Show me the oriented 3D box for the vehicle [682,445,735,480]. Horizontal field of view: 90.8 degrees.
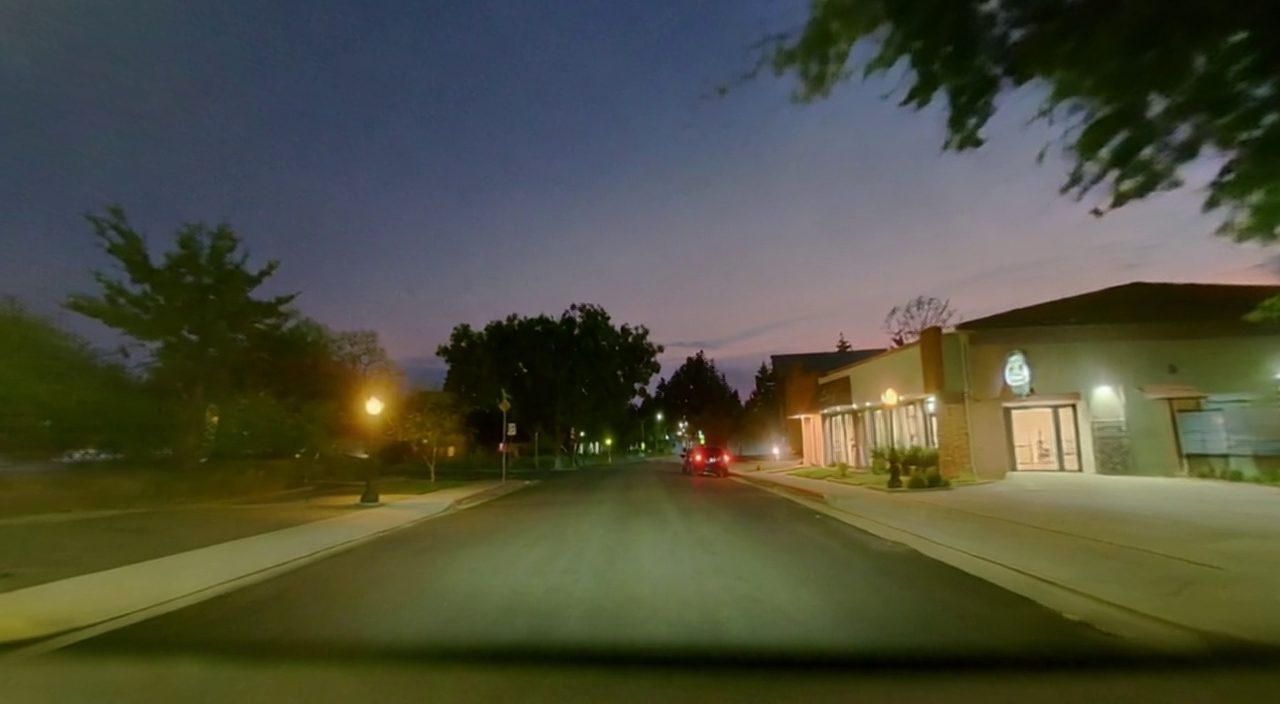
[{"bbox_3d":[3.159,5.213,30.168,2.064,1.532,4.596,0,-8,1],"label":"vehicle"}]
